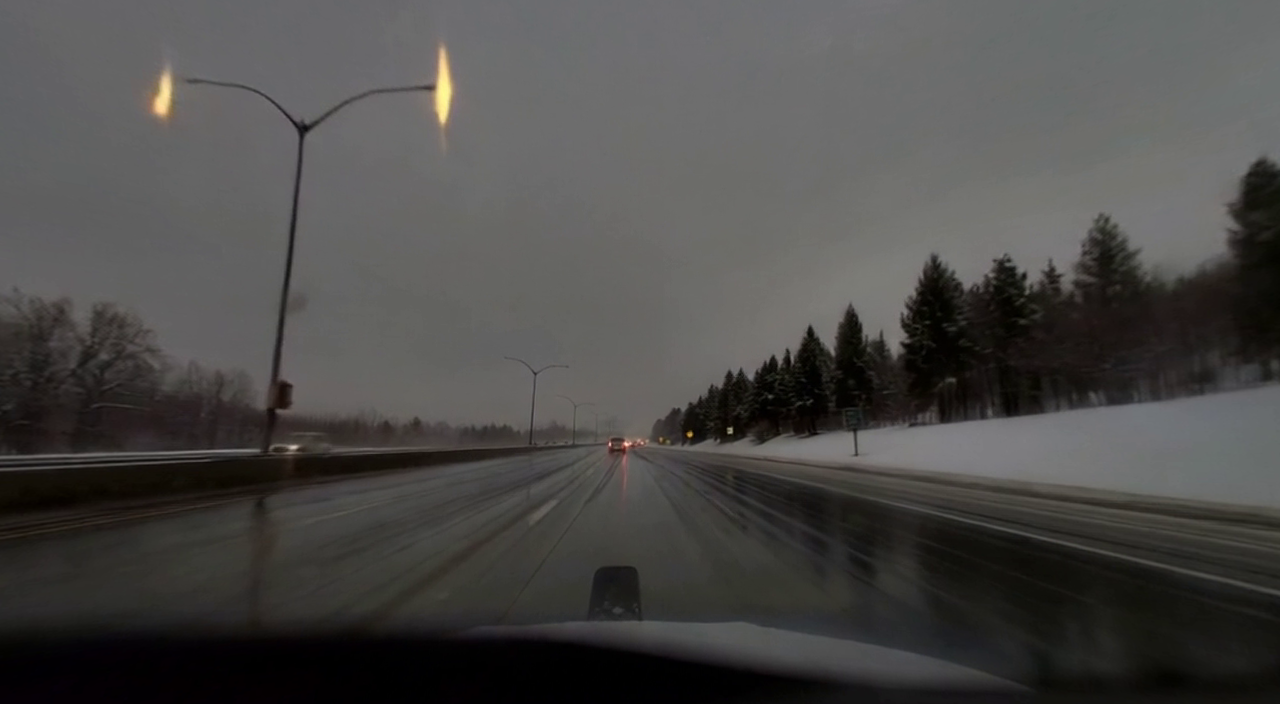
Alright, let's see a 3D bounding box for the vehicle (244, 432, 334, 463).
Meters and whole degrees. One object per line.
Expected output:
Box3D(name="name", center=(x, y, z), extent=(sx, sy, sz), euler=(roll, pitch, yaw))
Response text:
Box3D(name="vehicle", center=(-18.833, 5.152, 34.252), extent=(1.945, 1.542, 5.162), euler=(0, -8, 0))
